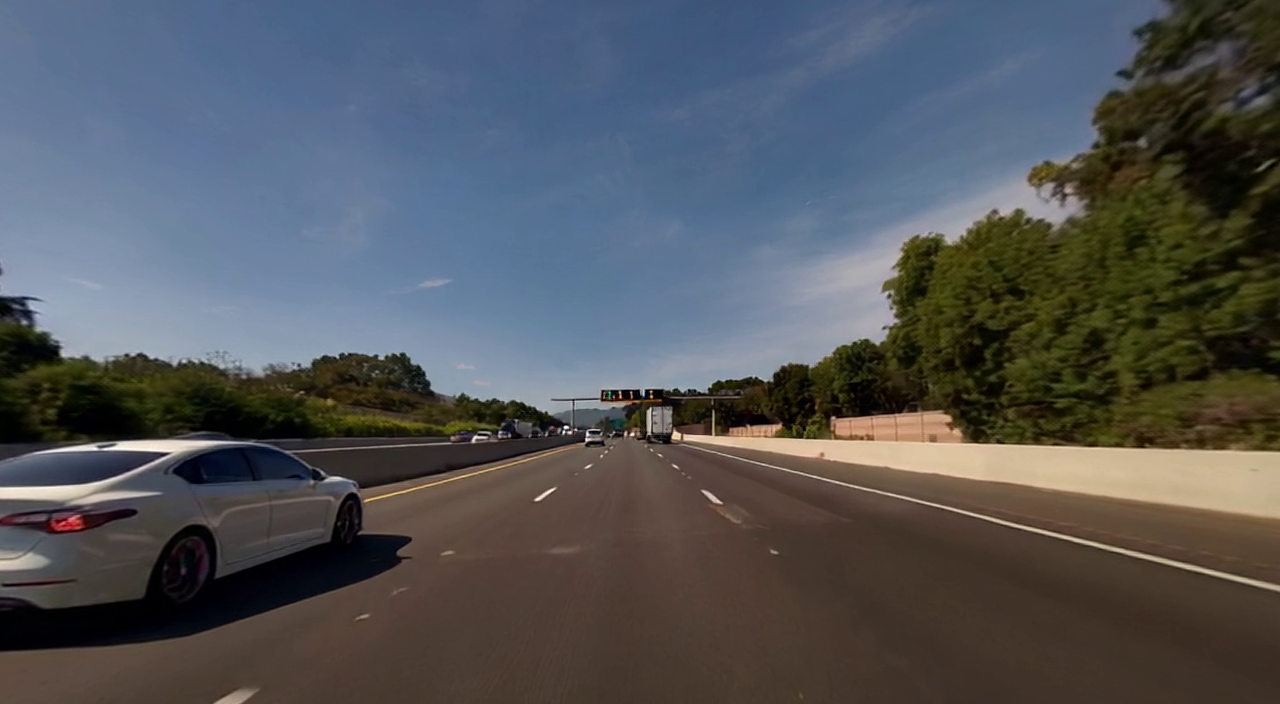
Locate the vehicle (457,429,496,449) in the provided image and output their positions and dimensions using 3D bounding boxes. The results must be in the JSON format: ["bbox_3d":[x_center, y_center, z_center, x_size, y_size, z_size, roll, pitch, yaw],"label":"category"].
[{"bbox_3d":[-12.768,6.848,49.442,1.953,1.473,4.444,0,-7,-1],"label":"vehicle"}]

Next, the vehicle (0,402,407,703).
[{"bbox_3d":[-3.735,1.251,5.227,1.971,1.444,4.401,0,-7,-1],"label":"vehicle"}]
